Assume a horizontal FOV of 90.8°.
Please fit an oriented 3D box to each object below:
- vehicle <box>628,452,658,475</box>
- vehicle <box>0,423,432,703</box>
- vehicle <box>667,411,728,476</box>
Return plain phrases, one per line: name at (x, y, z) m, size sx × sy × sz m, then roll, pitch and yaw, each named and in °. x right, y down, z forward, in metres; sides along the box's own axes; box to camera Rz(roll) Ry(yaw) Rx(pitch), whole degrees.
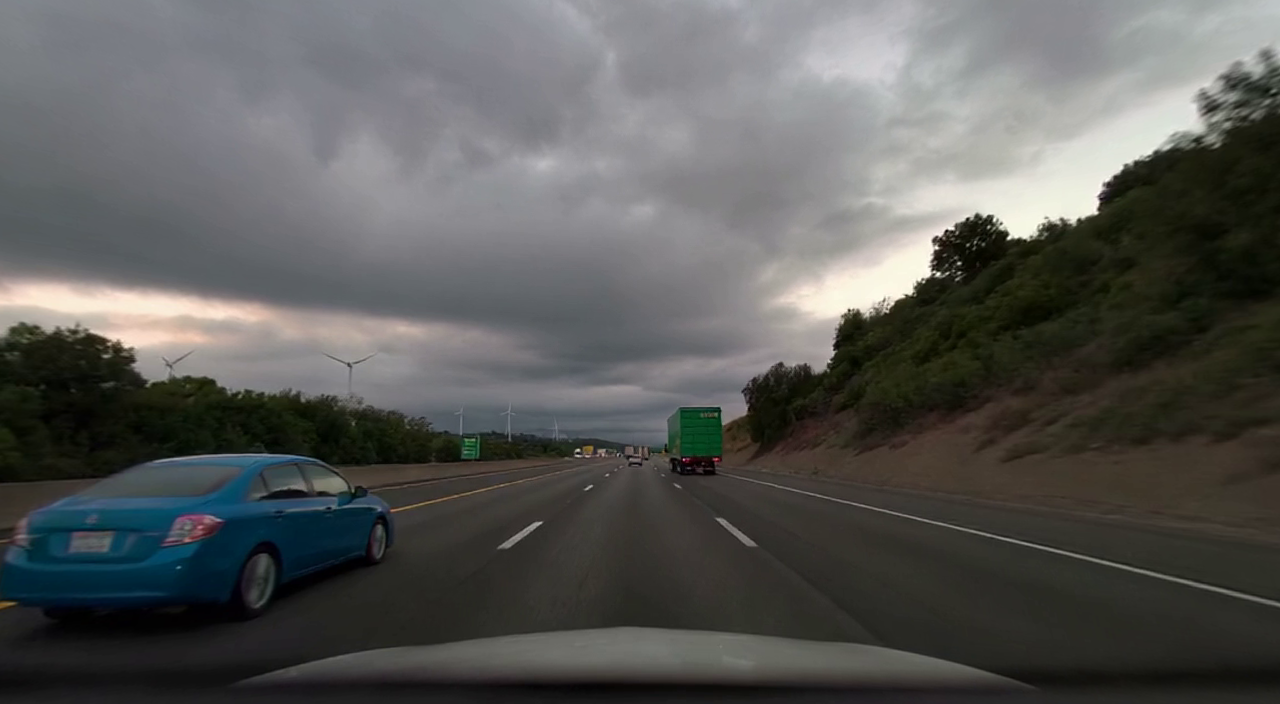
vehicle at (0.152, 7.583, 43.053) m, size 1.931 × 1.453 × 3.695 m, roll 0°, pitch -9°, yaw -1°
vehicle at (-3.425, 1.442, 5.238) m, size 1.952 × 1.521 × 4.095 m, roll 0°, pitch -9°, yaw 1°
vehicle at (3.829, 6.666, 45.786) m, size 2.947 × 3.989 × 13.568 m, roll 0°, pitch -9°, yaw -1°
